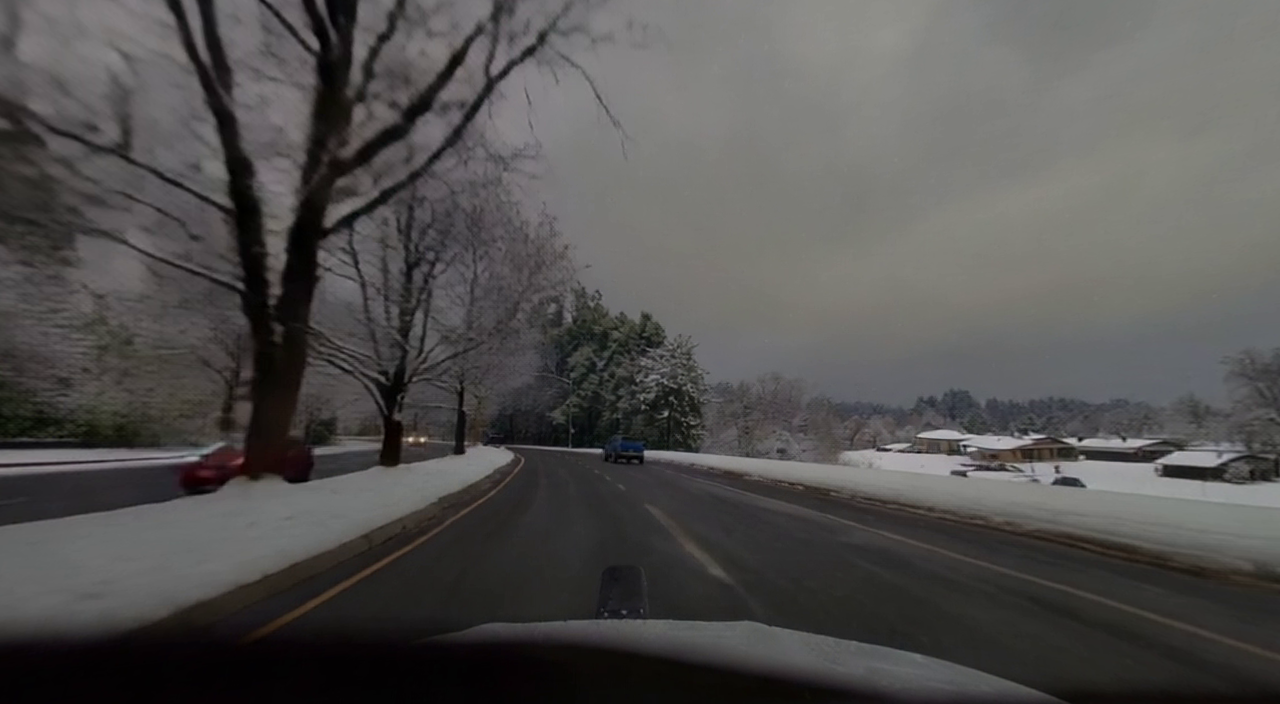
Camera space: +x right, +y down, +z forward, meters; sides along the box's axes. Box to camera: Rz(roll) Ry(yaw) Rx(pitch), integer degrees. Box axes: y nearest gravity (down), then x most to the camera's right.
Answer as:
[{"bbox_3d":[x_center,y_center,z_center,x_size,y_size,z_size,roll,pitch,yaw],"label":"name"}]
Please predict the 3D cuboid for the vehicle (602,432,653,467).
[{"bbox_3d":[-0.817,5.600,36.138,2.166,1.828,4.607,2,-9,-11],"label":"vehicle"}]

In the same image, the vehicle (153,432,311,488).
[{"bbox_3d":[-12.073,3.211,19.040,2.067,1.468,4.665,1,-9,-6],"label":"vehicle"}]
